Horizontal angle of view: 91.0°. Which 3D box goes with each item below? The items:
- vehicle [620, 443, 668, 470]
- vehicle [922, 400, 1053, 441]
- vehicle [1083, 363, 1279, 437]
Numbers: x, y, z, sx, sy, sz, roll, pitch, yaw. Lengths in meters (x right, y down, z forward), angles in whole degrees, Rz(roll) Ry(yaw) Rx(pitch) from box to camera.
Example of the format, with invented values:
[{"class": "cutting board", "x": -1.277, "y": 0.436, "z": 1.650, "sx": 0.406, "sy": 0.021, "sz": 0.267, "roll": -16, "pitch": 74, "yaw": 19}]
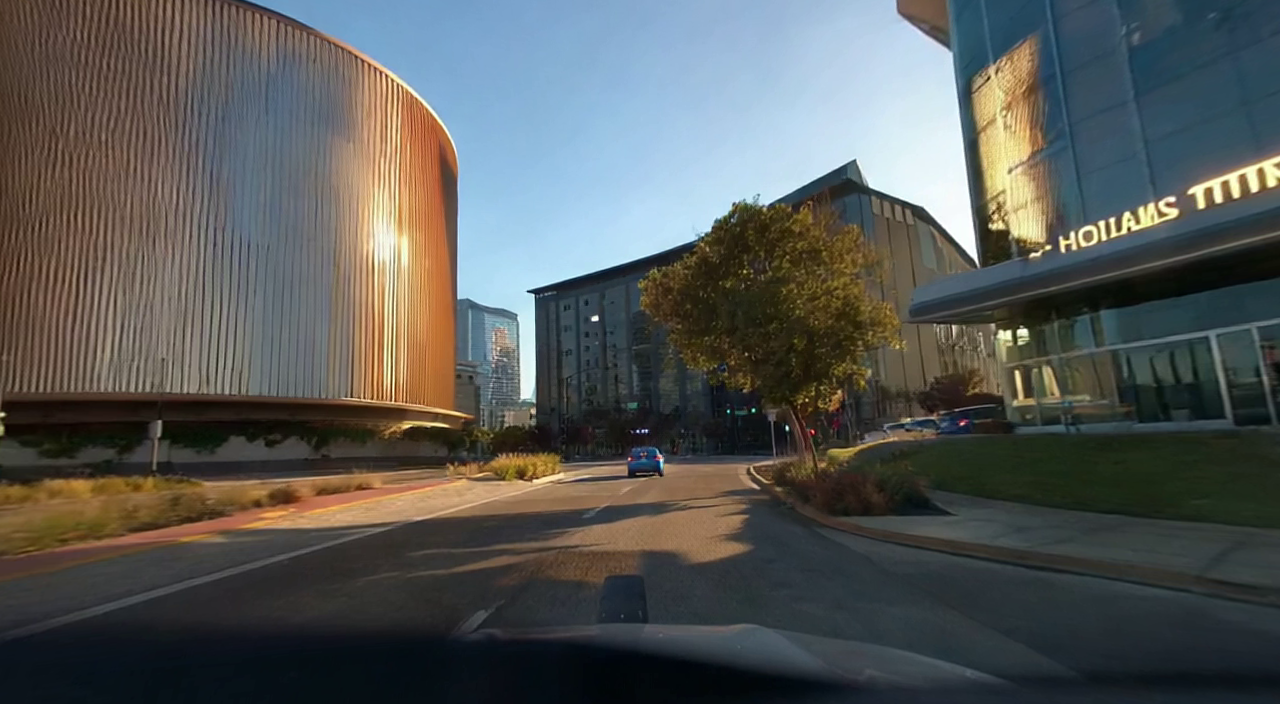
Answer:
[{"class": "vehicle", "x": 0.303, "y": 6.056, "z": 36.715, "sx": 1.971, "sy": 1.486, "sz": 4.380, "roll": -2, "pitch": -9, "yaw": 11}, {"class": "vehicle", "x": 15.352, "y": 3.081, "z": 28.040, "sx": 4.586, "sy": 1.716, "sz": 1.992, "roll": -1, "pitch": -9, "yaw": 6}, {"class": "vehicle", "x": 13.821, "y": 1.189, "z": 15.311, "sx": 4.493, "sy": 1.510, "sz": 1.860, "roll": -3, "pitch": -9, "yaw": 6}]
